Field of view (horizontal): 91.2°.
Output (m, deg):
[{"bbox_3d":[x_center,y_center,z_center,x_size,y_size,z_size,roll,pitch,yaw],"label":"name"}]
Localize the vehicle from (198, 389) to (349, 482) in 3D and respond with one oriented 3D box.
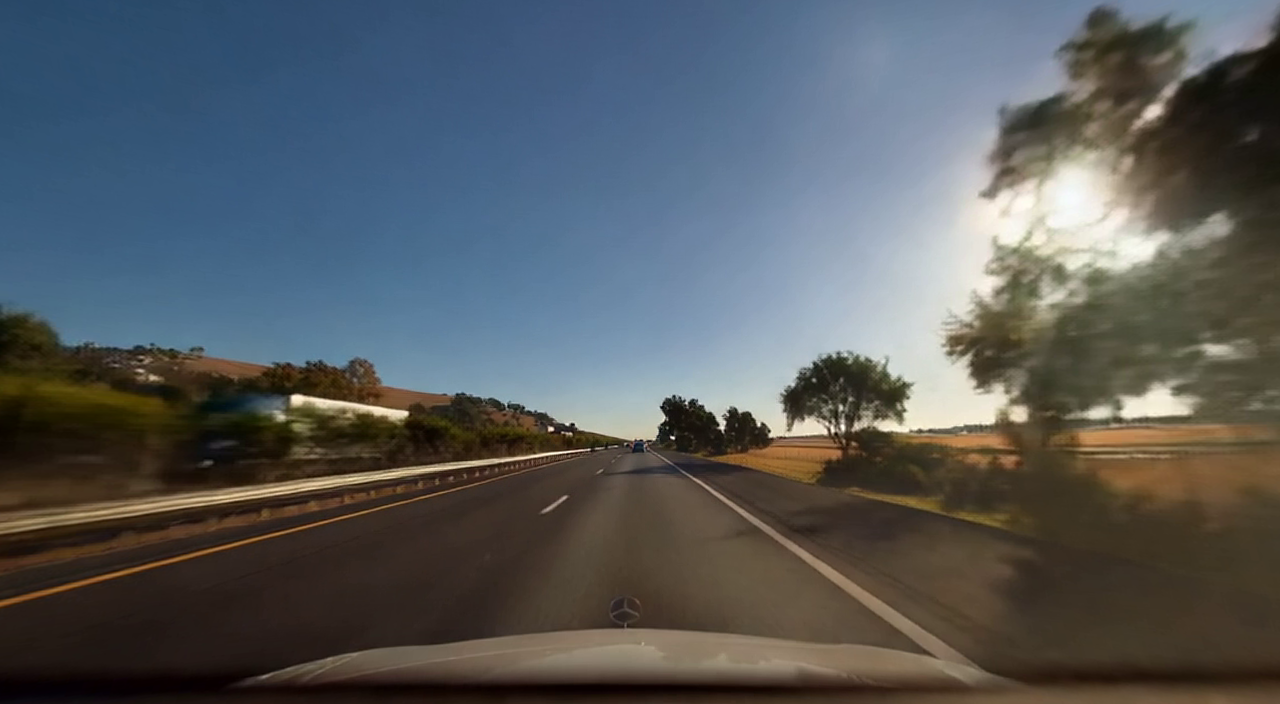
[{"bbox_3d":[-16.622,3.861,29.130,2.977,3.808,6.217,0,-8,1],"label":"vehicle"}]
